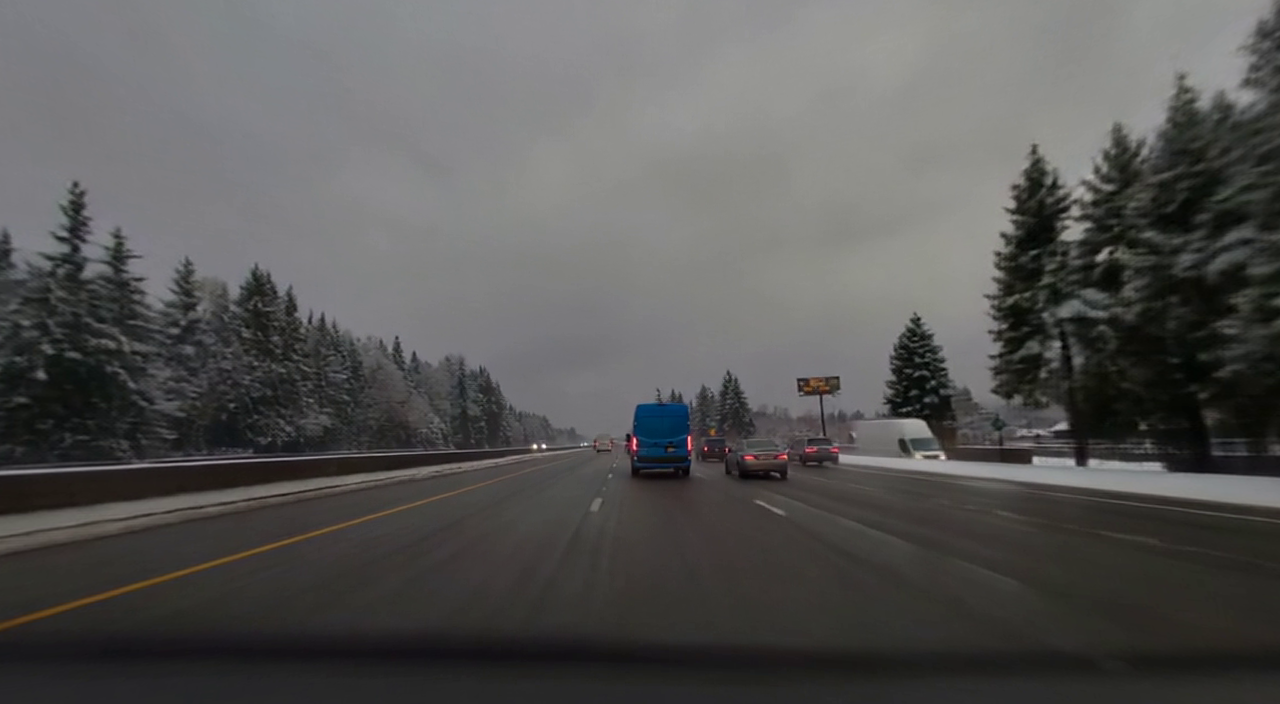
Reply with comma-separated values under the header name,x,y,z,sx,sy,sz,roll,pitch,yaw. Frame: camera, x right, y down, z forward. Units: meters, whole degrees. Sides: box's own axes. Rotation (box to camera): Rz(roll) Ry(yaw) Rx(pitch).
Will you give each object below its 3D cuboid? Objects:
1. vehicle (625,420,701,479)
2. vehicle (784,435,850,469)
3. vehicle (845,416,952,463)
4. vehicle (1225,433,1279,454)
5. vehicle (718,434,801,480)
name,x,y,z,sx,sy,sz,roll,pitch,yaw
vehicle,0.768,3.858,25.083,2.546,2.087,5.404,0,-8,-3
vehicle,8.286,4.705,29.709,1.874,1.496,3.586,0,-8,-3
vehicle,16.983,5.870,42.085,3.113,2.773,8.752,0,-8,-3
vehicle,47.867,6.977,47.862,4.409,1.535,2.038,0,-8,-1
vehicle,4.205,3.757,22.747,2.099,1.510,3.784,0,-8,-2
